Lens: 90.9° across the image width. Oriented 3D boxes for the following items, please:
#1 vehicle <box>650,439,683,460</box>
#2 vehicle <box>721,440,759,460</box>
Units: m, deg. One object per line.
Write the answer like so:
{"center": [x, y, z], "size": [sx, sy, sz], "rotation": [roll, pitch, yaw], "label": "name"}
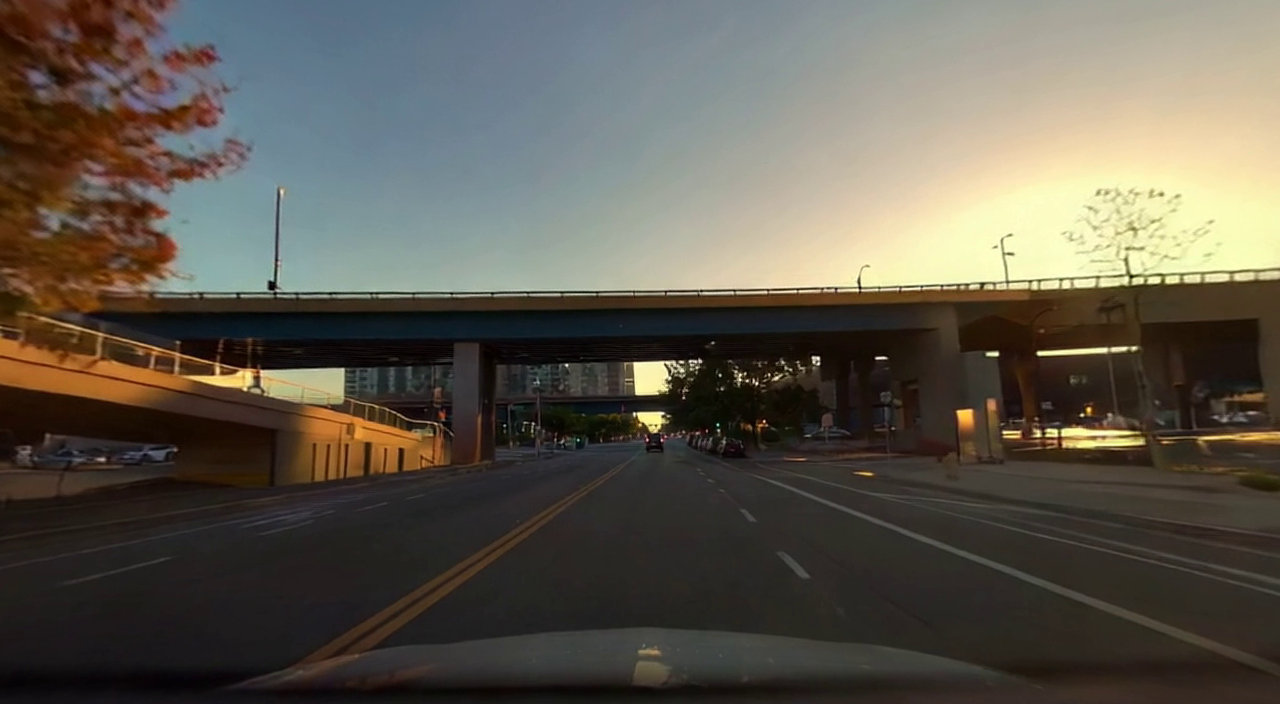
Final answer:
{"center": [1.942, 7.161, 46.359], "size": [2.280, 1.475, 4.051], "rotation": [0, -8, 3], "label": "vehicle"}
{"center": [7.485, 7.388, 47.726], "size": [2.035, 1.435, 4.481], "rotation": [0, -8, -1], "label": "vehicle"}
